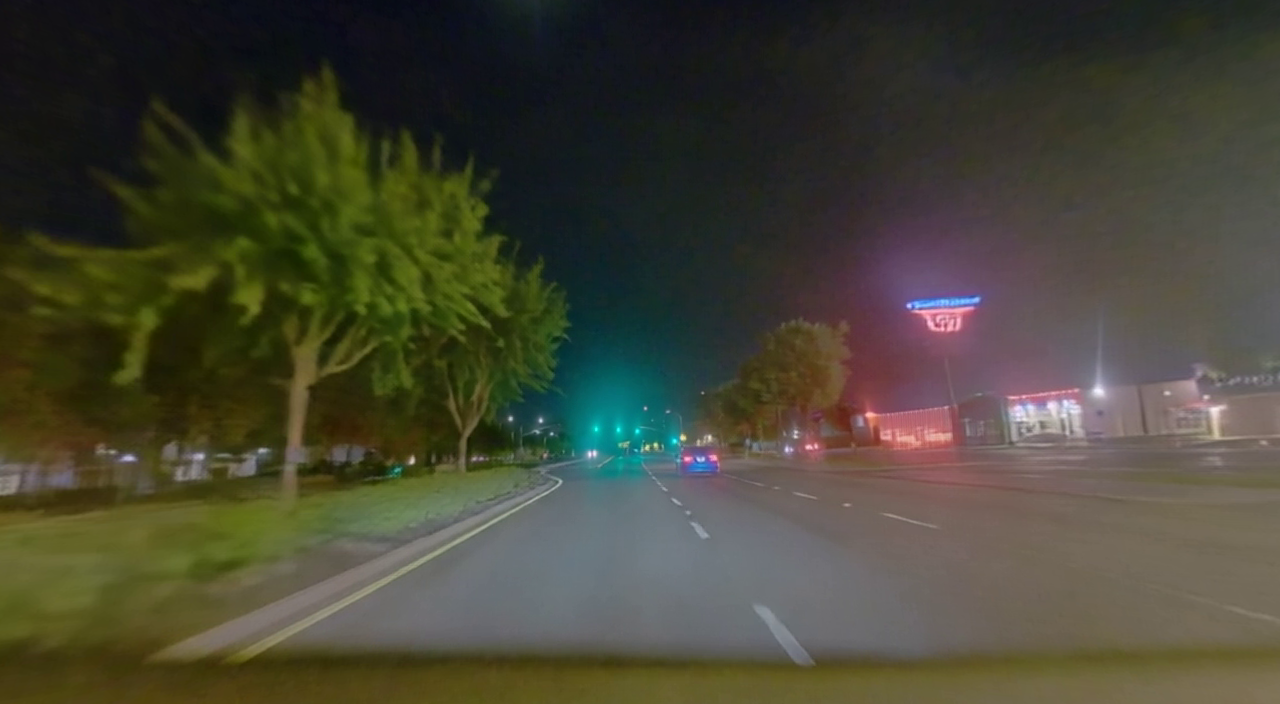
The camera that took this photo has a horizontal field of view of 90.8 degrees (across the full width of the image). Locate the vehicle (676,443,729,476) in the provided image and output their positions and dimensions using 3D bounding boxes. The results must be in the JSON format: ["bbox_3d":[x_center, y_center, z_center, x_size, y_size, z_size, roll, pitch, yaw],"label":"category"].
[{"bbox_3d":[2.835,4.997,29.636,1.929,1.411,4.284,0,-8,-1],"label":"vehicle"}]
